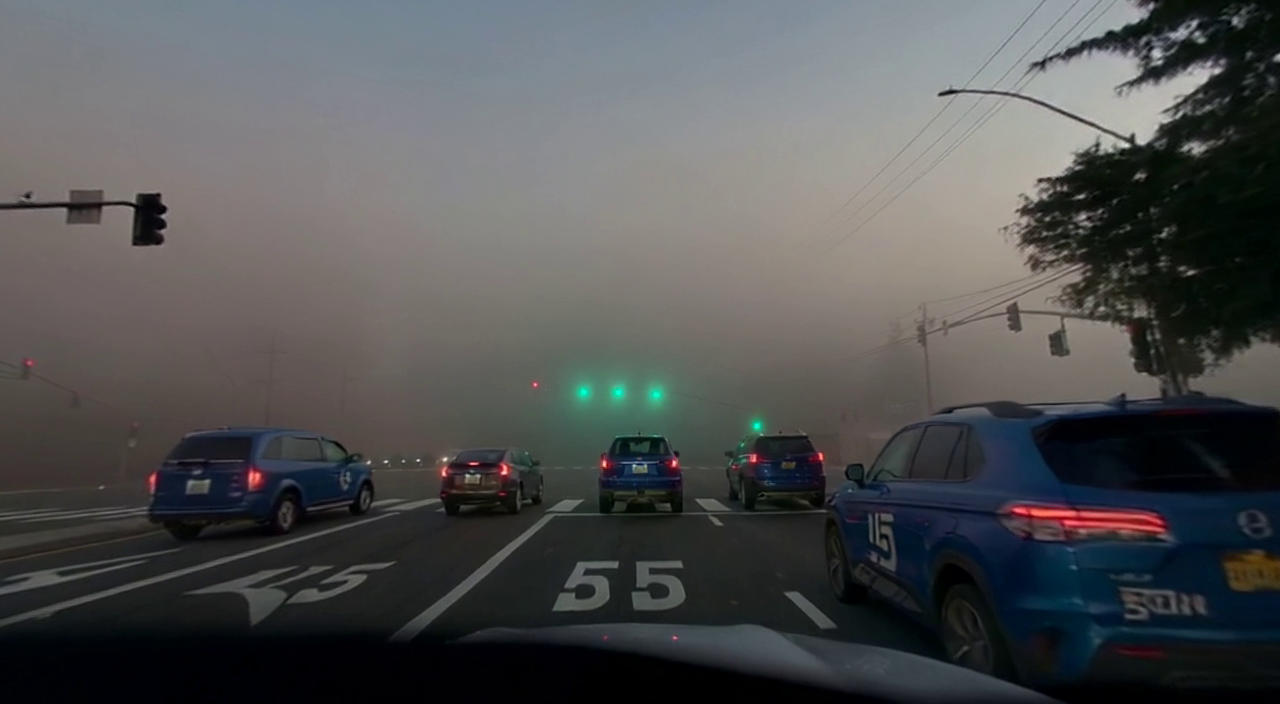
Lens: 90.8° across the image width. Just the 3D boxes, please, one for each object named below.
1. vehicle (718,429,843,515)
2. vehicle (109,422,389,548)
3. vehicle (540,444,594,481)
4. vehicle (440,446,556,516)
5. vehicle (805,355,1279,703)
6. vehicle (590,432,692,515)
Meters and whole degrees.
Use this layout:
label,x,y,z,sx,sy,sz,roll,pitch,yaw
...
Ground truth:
label,x,y,z,sx,sy,sz,roll,pitch,yaw
vehicle,3.267,2.902,15.778,1.999,1.789,4.583,0,-9,-1
vehicle,-6.624,2.285,11.555,2.116,1.812,4.609,0,-9,0
vehicle,-3.419,5.275,30.379,1.939,1.652,4.268,0,-9,1
vehicle,-3.317,3.089,15.712,1.881,1.466,4.484,0,-9,0
vehicle,2.782,1.165,4.410,2.034,1.655,4.465,0,-9,0
vehicle,0.014,2.853,15.246,2.111,1.712,4.078,0,-9,0
